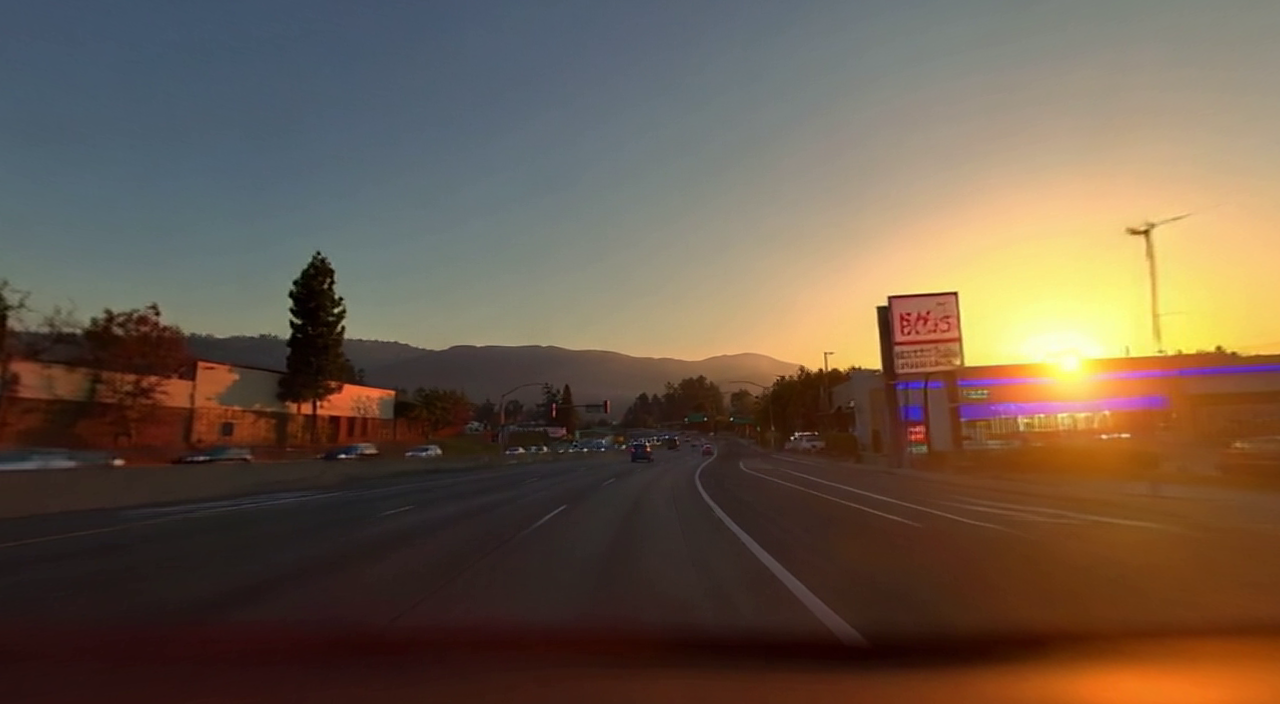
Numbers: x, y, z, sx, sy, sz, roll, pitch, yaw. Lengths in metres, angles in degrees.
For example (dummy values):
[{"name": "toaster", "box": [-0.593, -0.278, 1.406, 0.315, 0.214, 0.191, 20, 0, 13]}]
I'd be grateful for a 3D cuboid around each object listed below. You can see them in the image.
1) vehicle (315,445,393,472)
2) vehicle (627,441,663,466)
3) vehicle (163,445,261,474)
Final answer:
[{"name": "vehicle", "box": [-16.736, 6.250, 37.301, 1.941, 1.475, 4.722, -1, -9, 7]}, {"name": "vehicle", "box": [0.424, 7.543, 47.235, 2.139, 1.782, 4.079, -1, -9, 7]}, {"name": "vehicle", "box": [-23.398, 5.889, 34.803, 1.935, 1.459, 4.524, -1, -9, 5]}]
